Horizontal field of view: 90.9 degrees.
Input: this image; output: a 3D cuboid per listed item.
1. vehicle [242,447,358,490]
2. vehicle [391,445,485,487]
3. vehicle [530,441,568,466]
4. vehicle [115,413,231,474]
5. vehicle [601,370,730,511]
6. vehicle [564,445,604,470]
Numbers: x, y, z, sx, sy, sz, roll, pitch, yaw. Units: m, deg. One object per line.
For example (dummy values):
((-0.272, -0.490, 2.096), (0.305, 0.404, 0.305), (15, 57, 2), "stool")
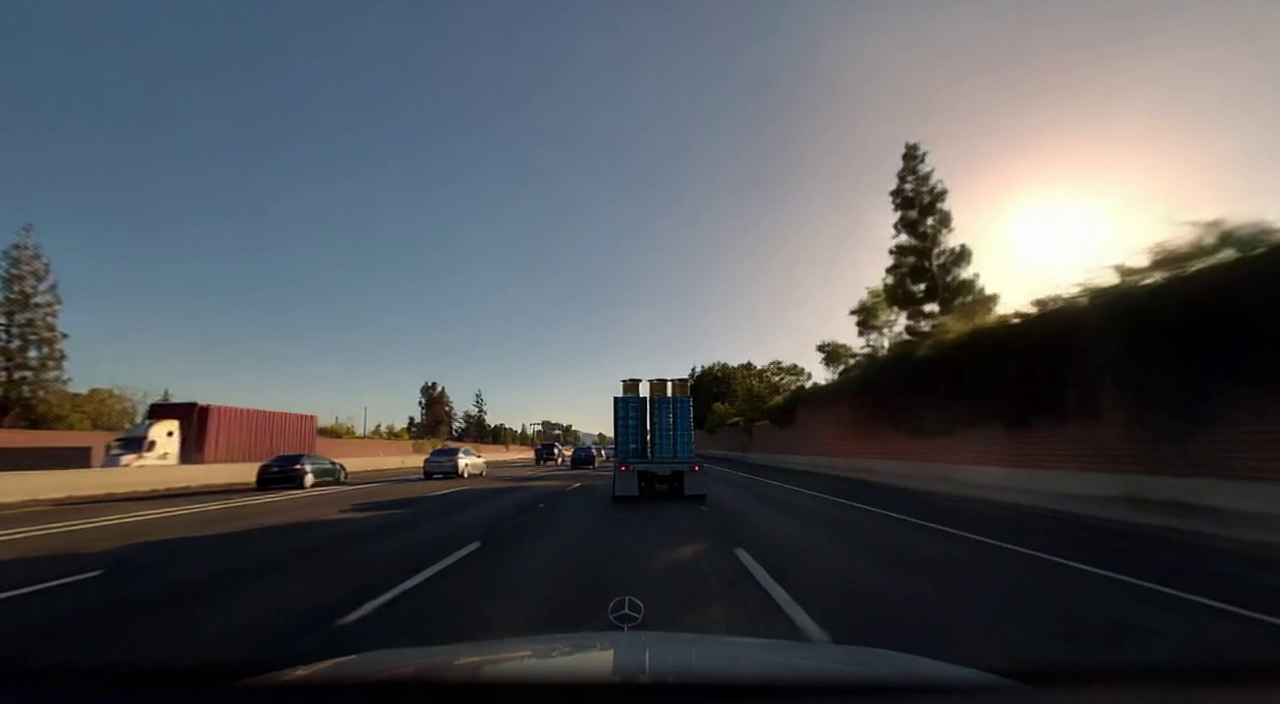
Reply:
((-12.960, 4.444, 24.446), (1.908, 1.473, 4.552), (0, -8, 1), "vehicle")
((-7.680, 4.372, 24.572), (2.006, 1.458, 4.700), (0, -8, 2), "vehicle")
((-7.127, 8.001, 49.924), (2.164, 1.874, 5.004), (0, -8, 1), "vehicle")
((-29.814, 5.859, 40.586), (3.009, 3.610, 5.561), (0, -8, 0), "vehicle")
((0.530, 2.543, 18.056), (2.798, 3.071, 8.412), (0, -8, 0), "vehicle")
((-3.447, 6.576, 39.560), (1.974, 1.475, 4.538), (0, -8, 1), "vehicle")
